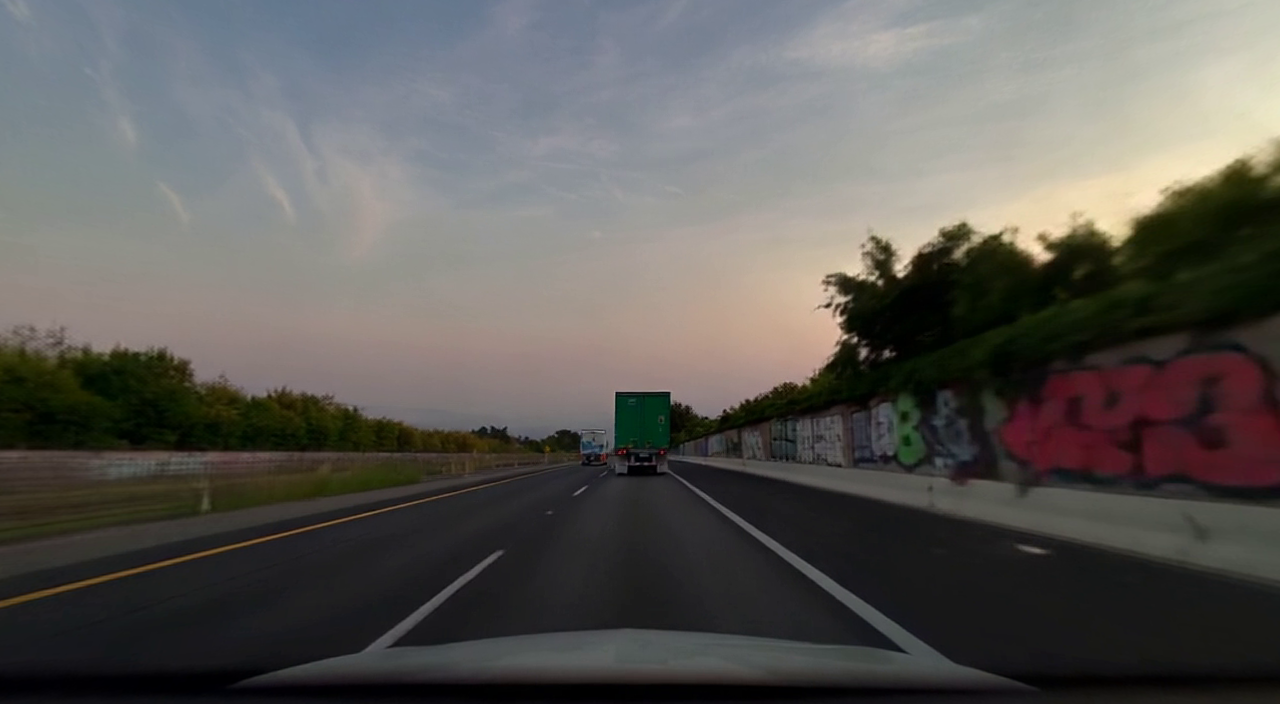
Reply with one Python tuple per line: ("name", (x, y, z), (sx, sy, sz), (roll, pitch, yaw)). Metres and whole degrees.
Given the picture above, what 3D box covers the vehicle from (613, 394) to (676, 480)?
("vehicle", (0.117, 4.756, 34.524), (2.900, 3.955, 10.151), (0, -9, -1))
